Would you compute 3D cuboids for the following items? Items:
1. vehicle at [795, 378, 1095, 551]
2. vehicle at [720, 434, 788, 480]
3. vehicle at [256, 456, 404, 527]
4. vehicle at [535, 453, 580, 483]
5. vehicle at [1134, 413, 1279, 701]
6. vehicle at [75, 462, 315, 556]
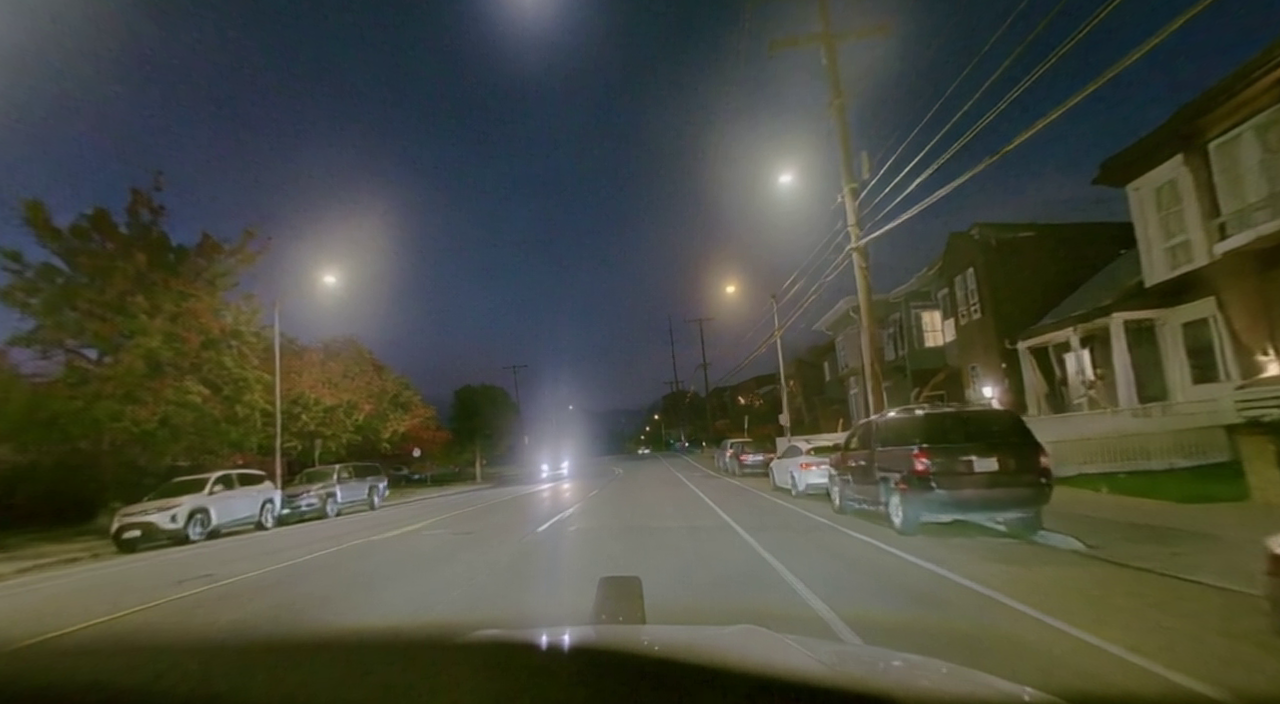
[{"bbox_3d":[4.492,1.804,10.741,2.330,2.160,5.550,0,-8,0],"label":"vehicle"},{"bbox_3d":[4.764,4.471,27.151,1.980,1.773,4.853,0,-8,-1],"label":"vehicle"},{"bbox_3d":[-10.634,4.782,22.375,2.282,2.060,5.738,0,-8,0],"label":"vehicle"},{"bbox_3d":[-5.014,7.083,38.876,1.948,1.502,4.434,-5,-9,1],"label":"vehicle"},{"bbox_3d":[4.262,0.824,1.635,1.927,1.483,5.100,0,-8,1],"label":"vehicle"},{"bbox_3d":[-10.966,3.845,16.309,2.089,1.837,5.499,0,-8,1],"label":"vehicle"}]
